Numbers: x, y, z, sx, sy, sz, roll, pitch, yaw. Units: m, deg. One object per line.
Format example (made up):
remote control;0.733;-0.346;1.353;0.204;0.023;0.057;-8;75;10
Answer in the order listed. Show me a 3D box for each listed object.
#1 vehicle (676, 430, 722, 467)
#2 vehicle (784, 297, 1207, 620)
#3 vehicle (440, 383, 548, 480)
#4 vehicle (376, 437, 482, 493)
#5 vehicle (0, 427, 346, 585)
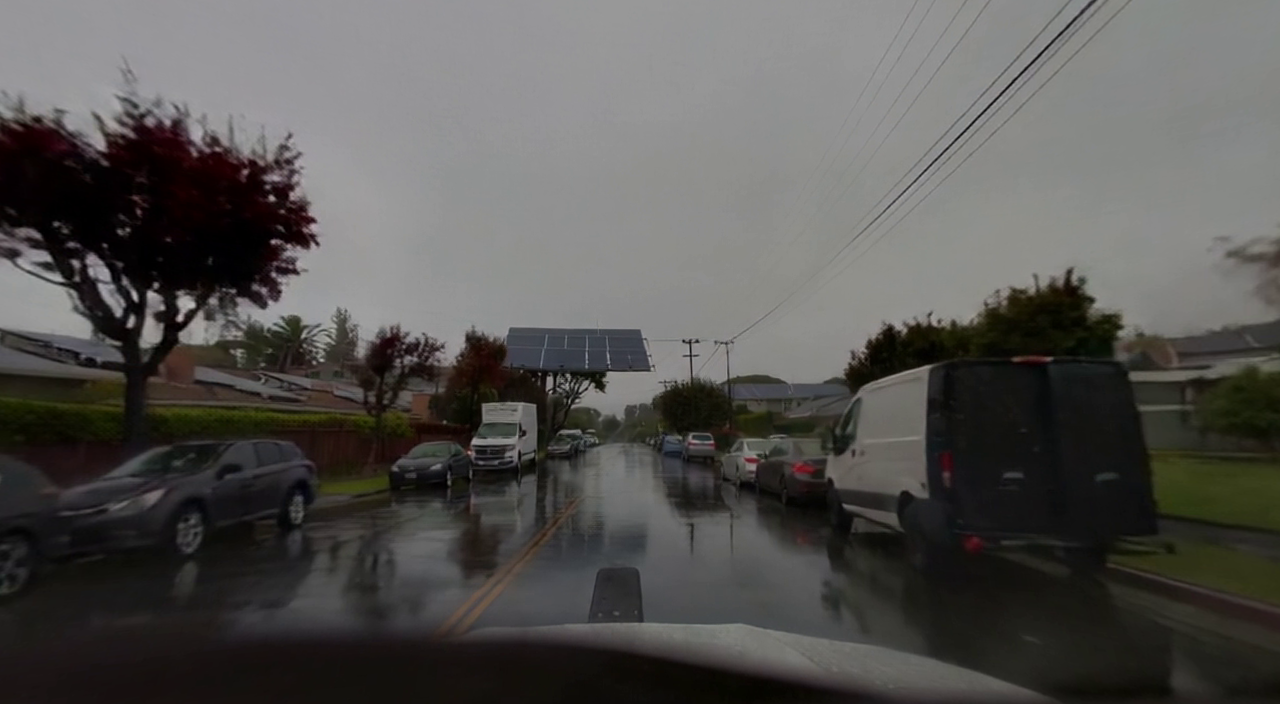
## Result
vehicle;3.146;5.218;34.413;1.965;1.855;4.677;0;-8;-1
vehicle;3.371;1.106;7.408;2.215;2.542;4.550;-2;-7;0
vehicle;-6.105;3.522;27.883;2.896;3.648;8.004;0;-8;0
vehicle;-6.259;3.357;19.216;1.921;1.470;4.068;0;-8;-1
vehicle;-6.053;1.924;8.747;1.818;1.563;4.483;-1;-9;0
